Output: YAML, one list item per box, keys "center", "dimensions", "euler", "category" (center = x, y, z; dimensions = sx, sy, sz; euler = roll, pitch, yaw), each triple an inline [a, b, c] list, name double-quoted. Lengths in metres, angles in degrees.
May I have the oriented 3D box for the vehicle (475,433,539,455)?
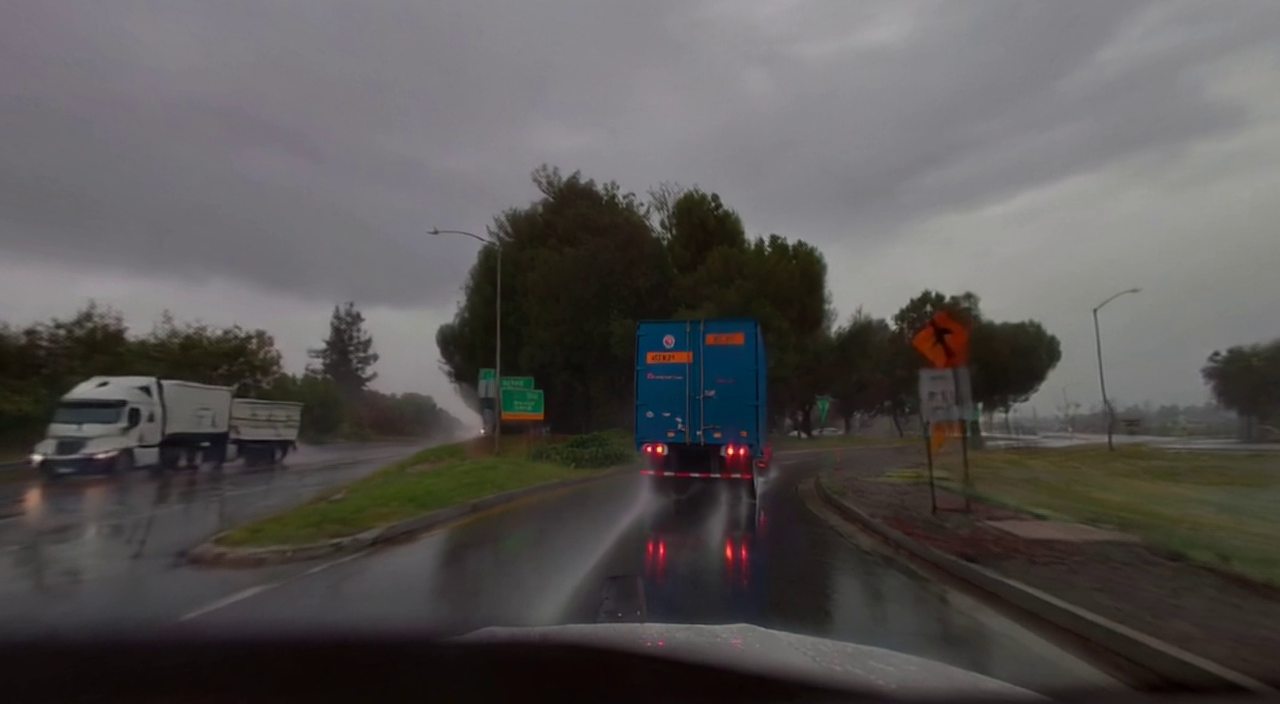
- center: [-10.434, 7.214, 49.316]
  dimensions: [4.578, 1.573, 1.806]
  euler: [3, -9, -25]
  category: "vehicle"

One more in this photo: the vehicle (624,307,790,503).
- center: [2.270, 1.620, 16.536]
  dimensions: [2.937, 3.647, 9.344]
  euler: [-3, -8, 14]
  category: "vehicle"

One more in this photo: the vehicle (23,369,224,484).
- center: [-18.983, 2.849, 23.797]
  dimensions: [3.008, 3.708, 6.125]
  euler: [0, -8, -10]
  category: "vehicle"
